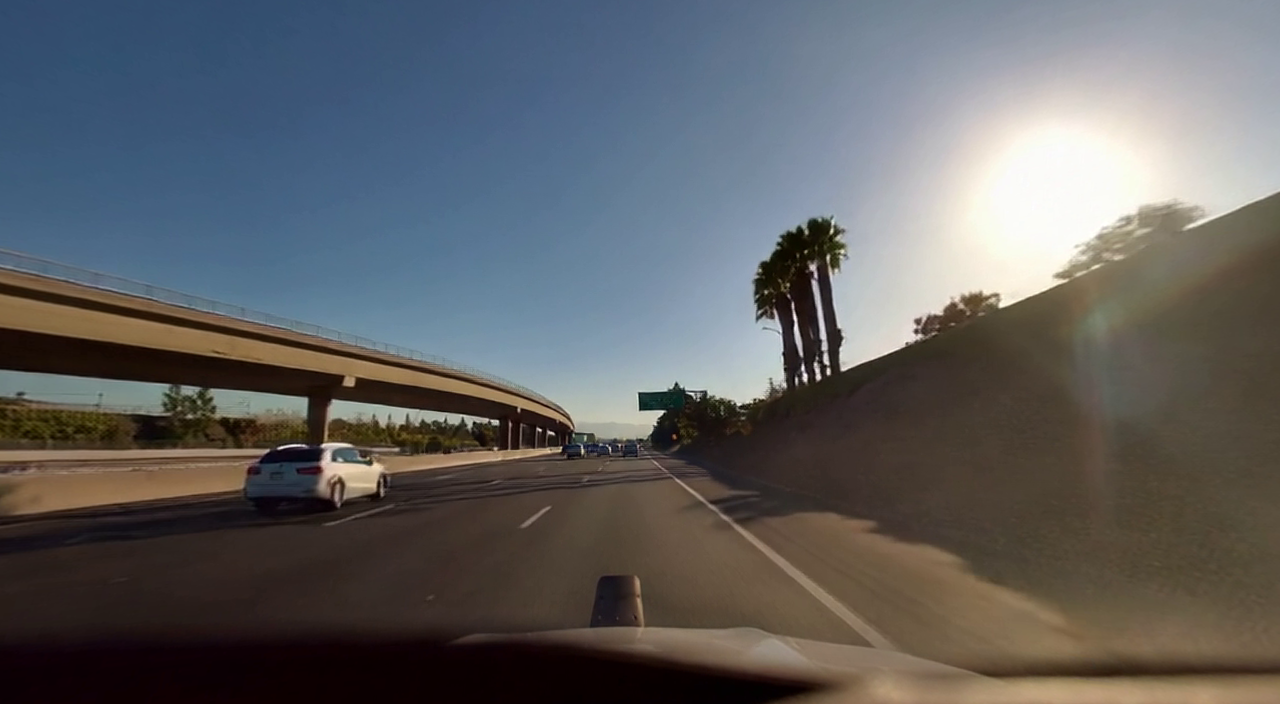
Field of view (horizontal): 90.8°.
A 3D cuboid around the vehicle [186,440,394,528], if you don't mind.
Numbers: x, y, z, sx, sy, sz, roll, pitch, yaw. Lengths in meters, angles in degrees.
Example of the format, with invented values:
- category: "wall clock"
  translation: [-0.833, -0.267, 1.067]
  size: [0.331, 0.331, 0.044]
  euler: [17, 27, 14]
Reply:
- category: "vehicle"
  translation: [-6.985, 2.640, 13.262]
  size: [1.914, 1.503, 4.268]
  euler: [0, -8, 0]
